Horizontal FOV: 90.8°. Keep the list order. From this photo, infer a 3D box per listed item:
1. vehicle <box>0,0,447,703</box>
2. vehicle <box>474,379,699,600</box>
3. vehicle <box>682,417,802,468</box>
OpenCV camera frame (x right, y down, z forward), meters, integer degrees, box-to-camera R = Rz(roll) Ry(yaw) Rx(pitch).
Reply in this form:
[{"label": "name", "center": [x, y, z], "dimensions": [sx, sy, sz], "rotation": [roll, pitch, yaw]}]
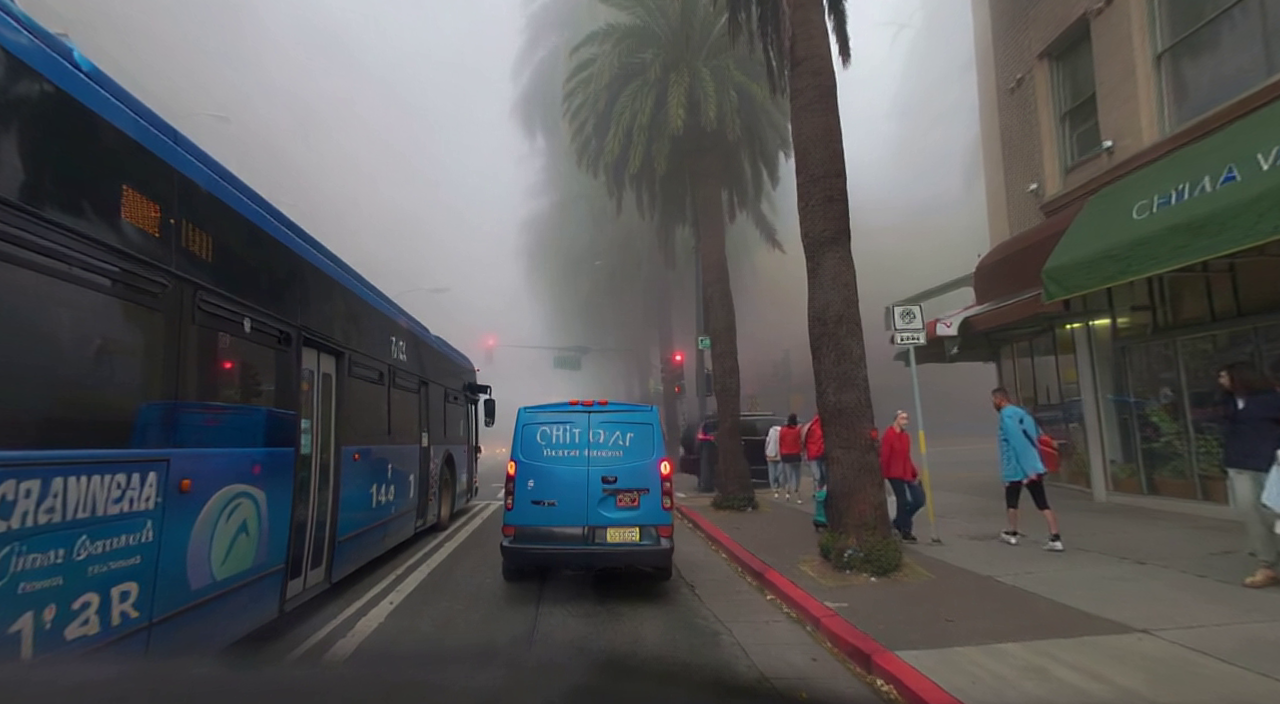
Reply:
[{"label": "vehicle", "center": [-3.761, 0.129, 3.037], "dimensions": [2.863, 3.233, 11.573], "rotation": [0, -8, -4]}, {"label": "vehicle", "center": [-0.791, 1.521, 7.802], "dimensions": [2.002, 1.907, 4.211], "rotation": [1, -9, -9]}, {"label": "vehicle", "center": [4.643, 4.182, 29.237], "dimensions": [4.996, 2.251, 2.283], "rotation": [1, -8, -6]}]
